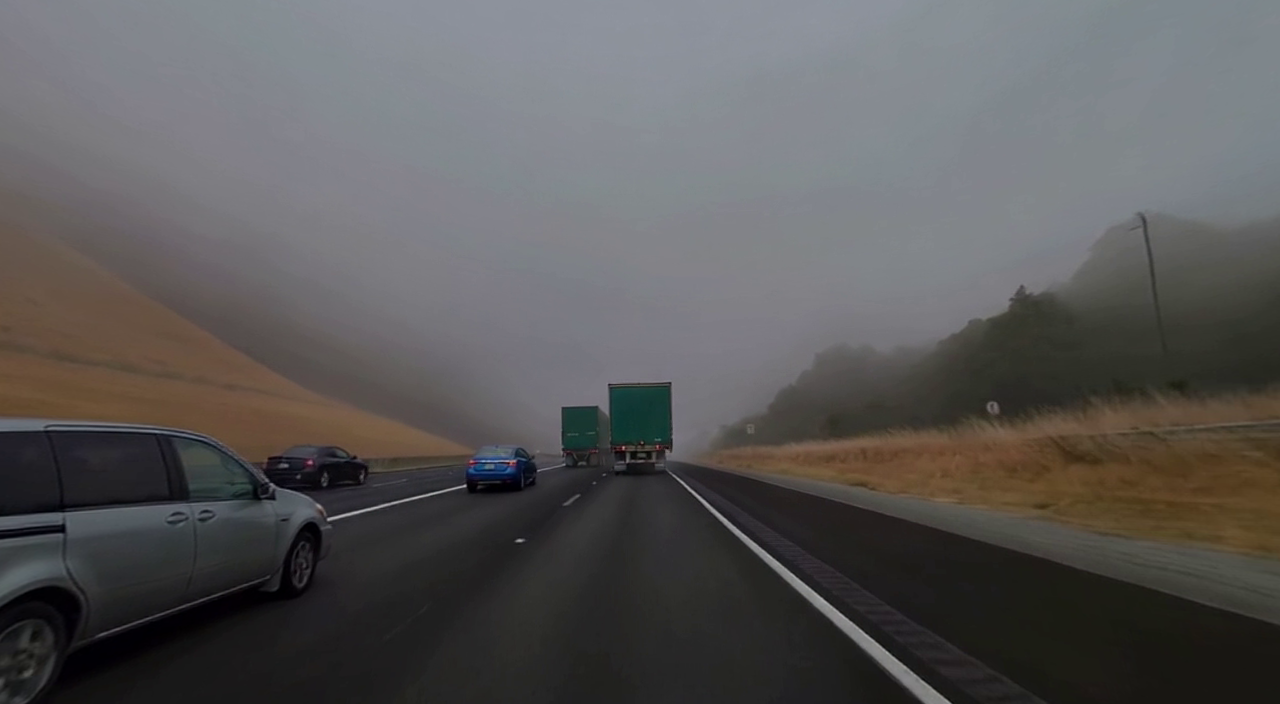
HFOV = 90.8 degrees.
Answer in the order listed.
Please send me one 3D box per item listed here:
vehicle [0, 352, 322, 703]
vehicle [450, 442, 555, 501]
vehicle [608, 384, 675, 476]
[{"bbox_3d":[-4.071,0.964,3.382,2.136,1.779,4.875,0,-8,1],"label":"vehicle"},{"bbox_3d":[-3.699,3.279,17.765,1.950,1.446,4.224,0,-8,1],"label":"vehicle"},{"bbox_3d":[0.142,4.193,33.075,2.913,3.988,10.874,0,-8,1],"label":"vehicle"}]
